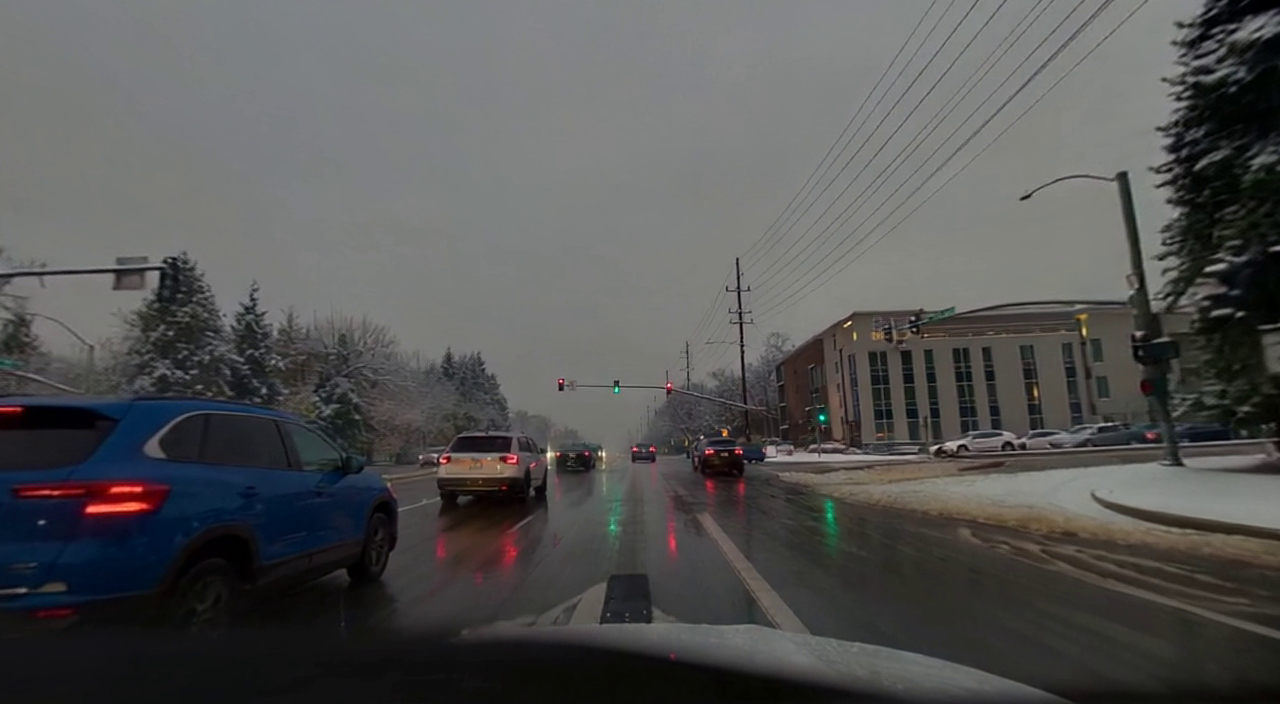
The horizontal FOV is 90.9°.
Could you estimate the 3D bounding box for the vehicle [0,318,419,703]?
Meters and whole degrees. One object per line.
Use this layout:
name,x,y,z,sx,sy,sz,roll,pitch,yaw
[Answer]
vehicle,-3.411,1.057,4.340,2.127,1.754,4.287,0,-8,1

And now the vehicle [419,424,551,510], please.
vehicle,-3.491,2.680,15.152,1.958,1.744,4.315,0,-8,2

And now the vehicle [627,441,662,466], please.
vehicle,0.282,6.629,41.320,2.185,1.515,4.215,0,-8,1

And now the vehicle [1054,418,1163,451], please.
vehicle,26.305,4.655,35.515,4.439,1.748,2.037,0,-8,1

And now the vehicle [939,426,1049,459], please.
vehicle,19.802,5.071,35.367,5.033,1.802,1.928,0,-9,-5

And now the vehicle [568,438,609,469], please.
vehicle,-2.933,5.872,36.583,1.900,1.677,4.128,0,-8,2

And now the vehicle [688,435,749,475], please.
vehicle,3.585,4.815,29.645,2.201,1.734,4.564,0,-8,0
